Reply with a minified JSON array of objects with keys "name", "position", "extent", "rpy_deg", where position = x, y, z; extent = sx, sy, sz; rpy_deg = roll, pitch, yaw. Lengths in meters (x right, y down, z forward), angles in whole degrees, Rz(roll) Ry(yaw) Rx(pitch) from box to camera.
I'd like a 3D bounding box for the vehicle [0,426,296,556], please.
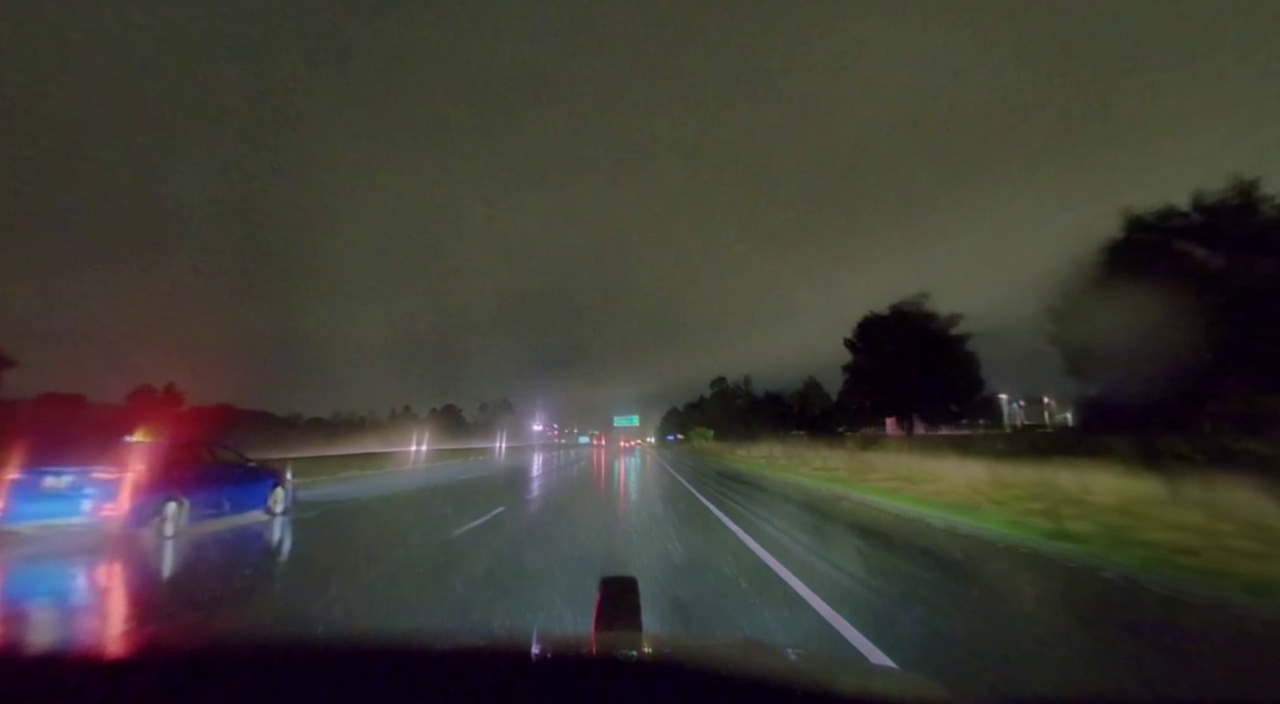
[{"name":"vehicle","position":[-7.314,1.885,9.390],"extent":[1.949,1.465,4.318],"rpy_deg":[0,-8,-1]}]
